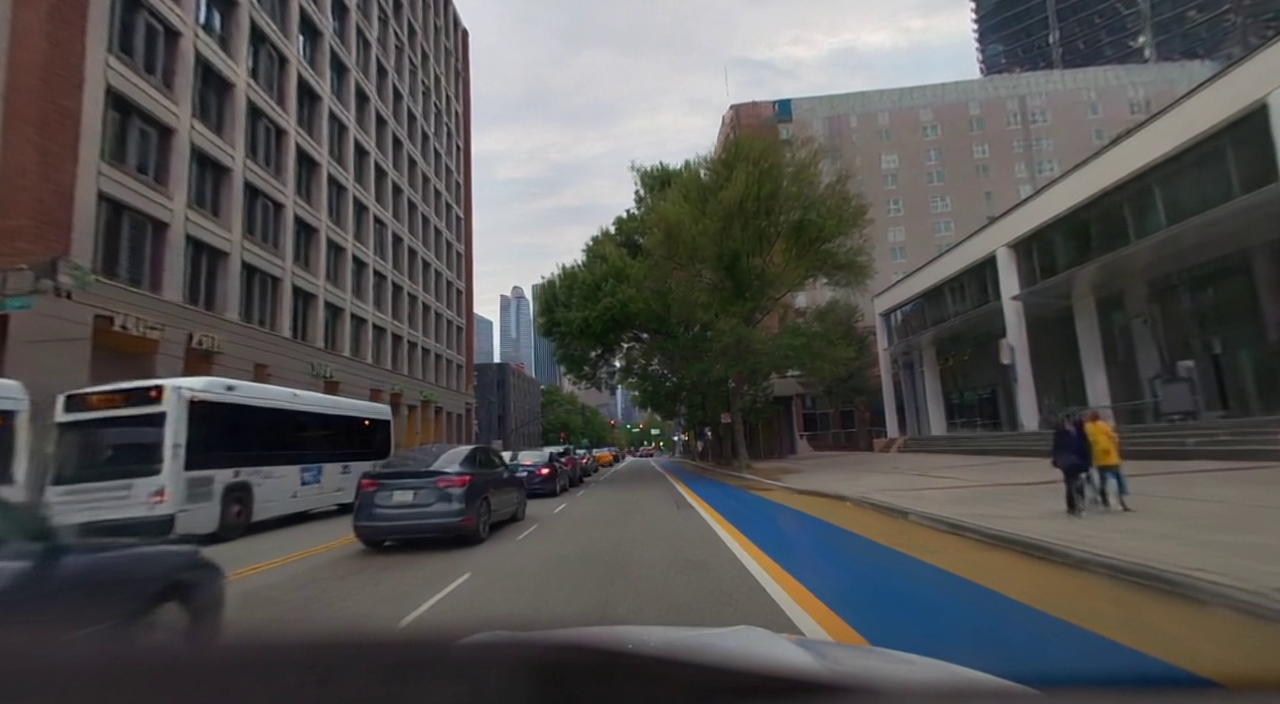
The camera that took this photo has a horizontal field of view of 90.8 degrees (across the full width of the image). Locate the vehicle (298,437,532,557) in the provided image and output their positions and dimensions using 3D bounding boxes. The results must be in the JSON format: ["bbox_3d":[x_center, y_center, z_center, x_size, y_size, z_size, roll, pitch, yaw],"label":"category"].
[{"bbox_3d":[-3.522,2.366,11.169,2.266,1.621,4.783,-1,-8,2],"label":"vehicle"}]

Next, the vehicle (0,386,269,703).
[{"bbox_3d":[-3.842,1.033,2.534,1.982,1.710,4.454,-4,-9,1],"label":"vehicle"}]
